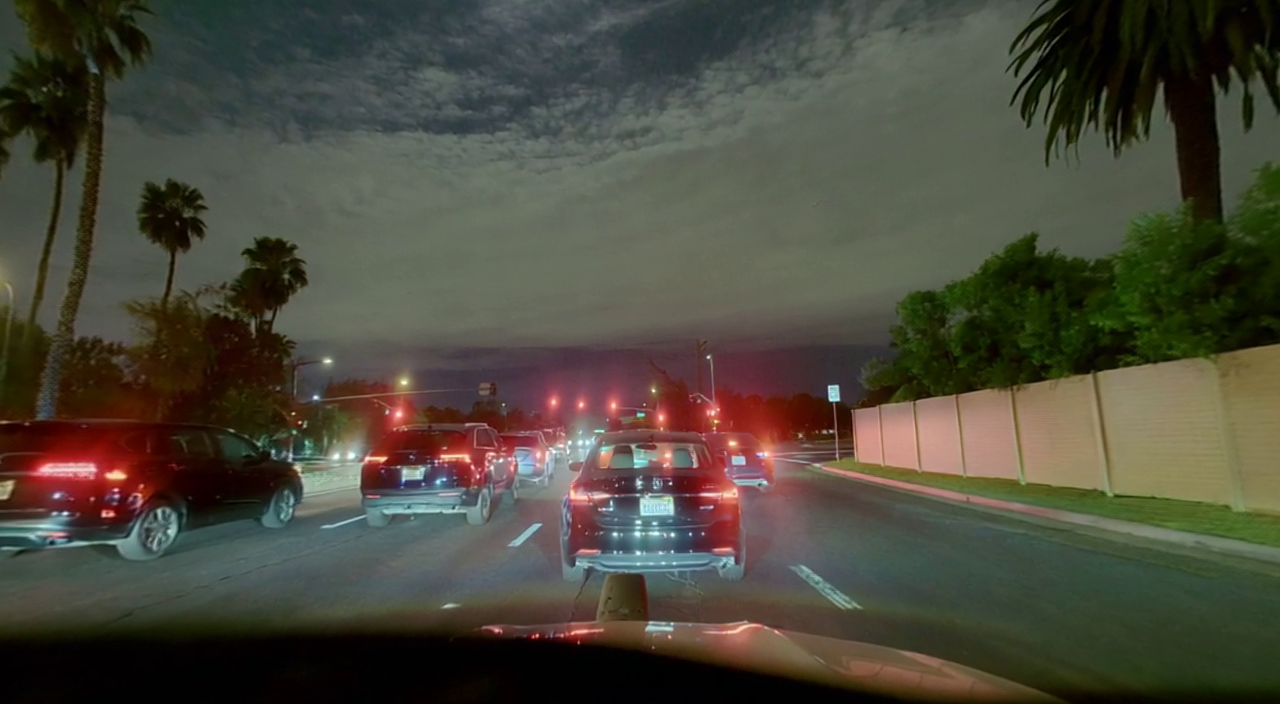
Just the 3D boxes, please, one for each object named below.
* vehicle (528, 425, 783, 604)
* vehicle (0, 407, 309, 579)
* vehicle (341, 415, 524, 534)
[{"bbox_3d":[0.062,1.674,7.467,2.128,1.473,4.272,0,-8,-2],"label":"vehicle"},{"bbox_3d":[-6.684,1.748,8.622,1.963,1.721,4.467,0,-8,-2],"label":"vehicle"},{"bbox_3d":[-3.471,2.123,11.503,2.007,1.746,4.136,0,-8,-2],"label":"vehicle"}]
